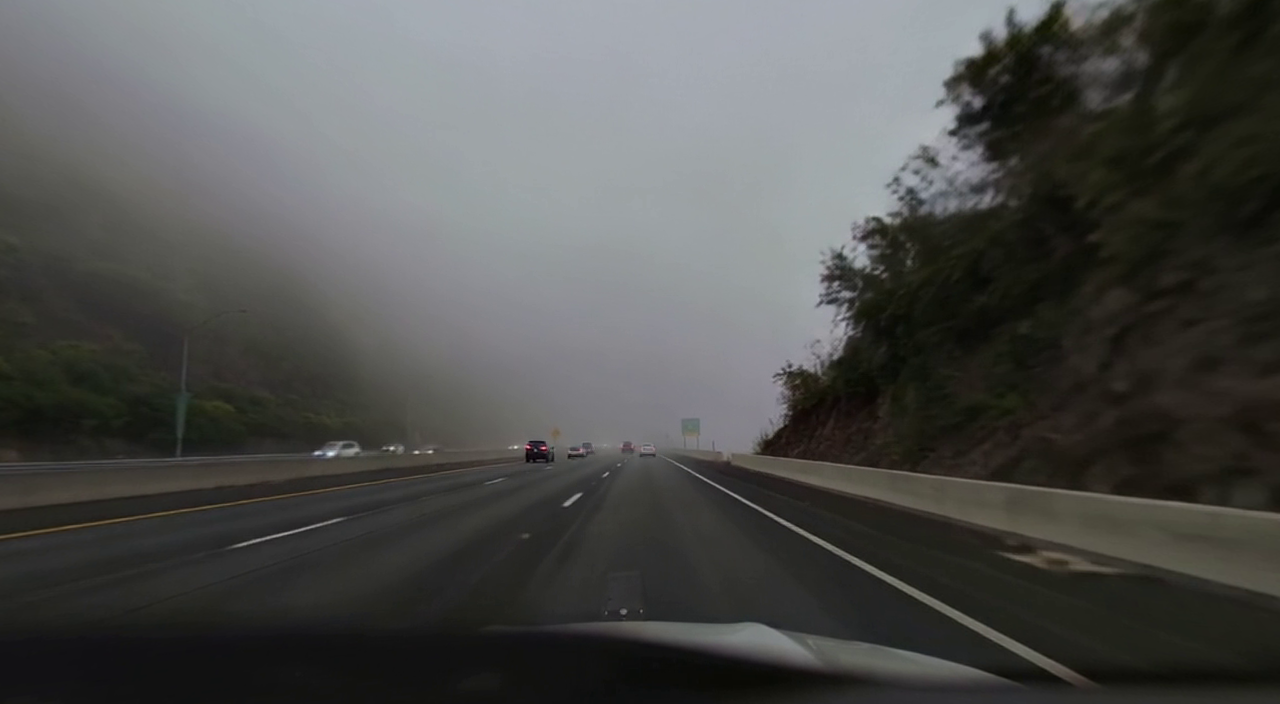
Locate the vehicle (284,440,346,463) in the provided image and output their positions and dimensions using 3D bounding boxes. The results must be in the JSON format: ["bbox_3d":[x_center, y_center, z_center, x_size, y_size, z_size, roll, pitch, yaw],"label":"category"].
[{"bbox_3d":[-22.410,6.849,43.469,1.790,1.478,4.416,0,-8,2],"label":"vehicle"}]

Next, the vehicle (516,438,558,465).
[{"bbox_3d":[-6.626,6.441,40.796,1.972,1.660,4.254,0,-8,0],"label":"vehicle"}]
